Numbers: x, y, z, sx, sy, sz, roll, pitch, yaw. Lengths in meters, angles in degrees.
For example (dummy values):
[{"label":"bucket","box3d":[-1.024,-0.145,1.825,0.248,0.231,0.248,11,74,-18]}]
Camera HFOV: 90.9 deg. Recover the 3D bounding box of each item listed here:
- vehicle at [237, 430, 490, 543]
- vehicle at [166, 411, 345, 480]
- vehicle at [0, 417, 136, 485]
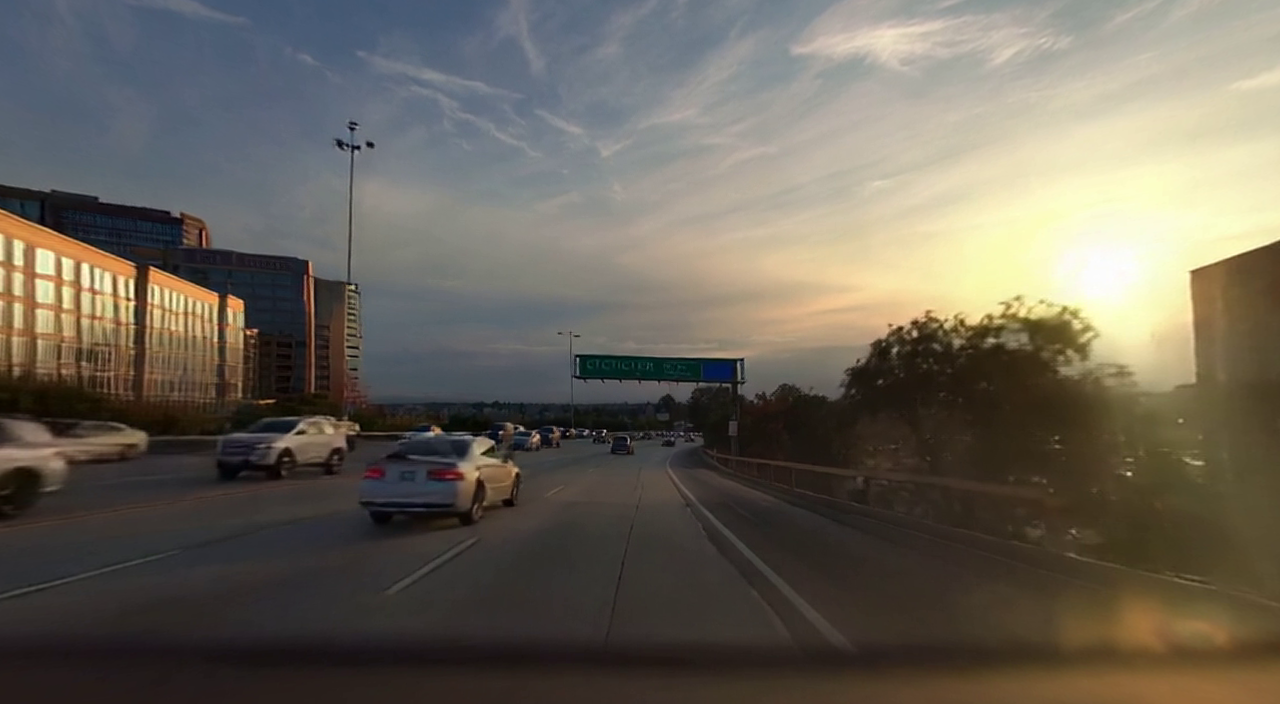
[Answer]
[{"label":"vehicle","box3d":[-4.183,2.098,10.570,2.035,1.460,4.497,-1,-8,3]},{"label":"vehicle","box3d":[-10.335,2.584,17.471,1.926,1.650,4.593,-1,-8,2]},{"label":"vehicle","box3d":[-14.978,2.378,15.160,1.850,1.490,4.628,0,-8,1]}]
